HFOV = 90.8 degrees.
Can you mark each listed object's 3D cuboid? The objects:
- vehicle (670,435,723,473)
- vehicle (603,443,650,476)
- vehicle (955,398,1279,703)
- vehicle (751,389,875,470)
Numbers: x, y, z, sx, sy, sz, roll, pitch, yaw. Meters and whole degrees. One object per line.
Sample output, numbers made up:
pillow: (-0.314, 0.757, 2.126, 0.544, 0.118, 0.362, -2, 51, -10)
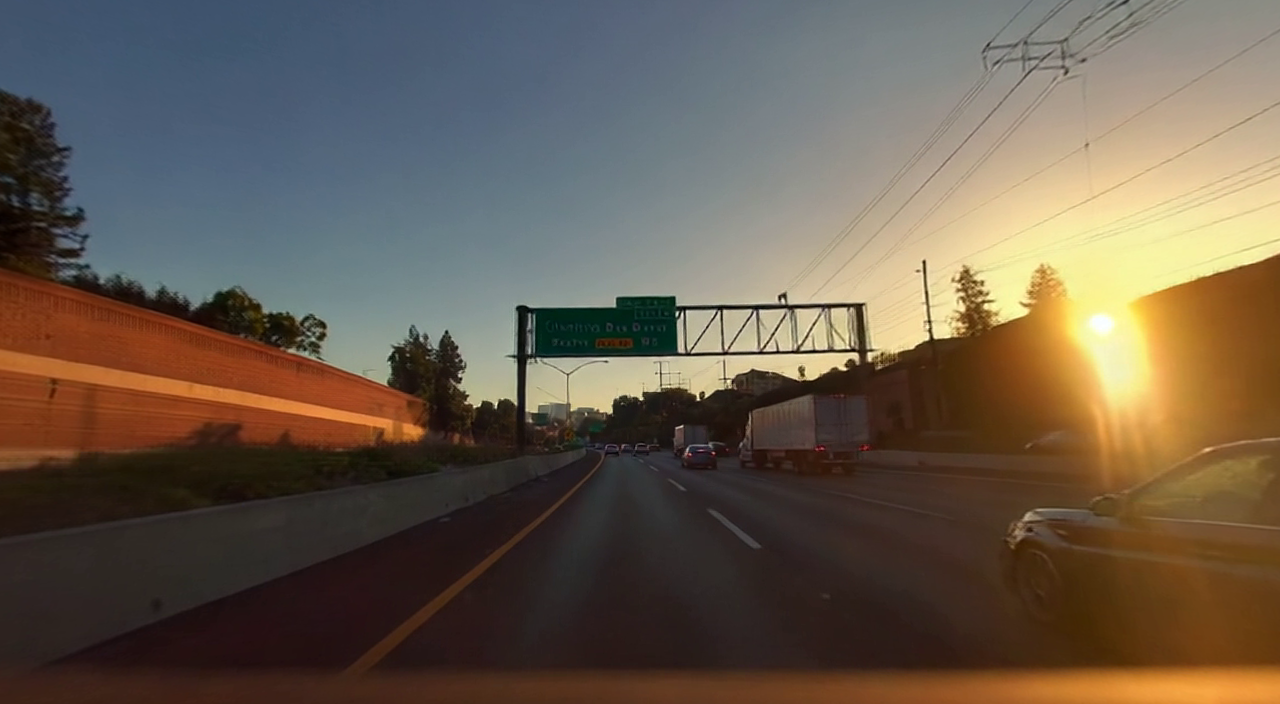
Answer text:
vehicle: (2.877, 5.326, 33.203, 2.114, 1.849, 4.692, 0, -9, -3)
vehicle: (-0.671, 5.131, 30.438, 2.083, 1.477, 3.965, 0, -9, -2)
vehicle: (3.498, 0.976, 2.872, 1.922, 1.465, 4.165, 0, -9, -1)
vehicle: (10.225, 5.109, 40.145, 2.914, 4.134, 15.553, 0, -9, -2)
